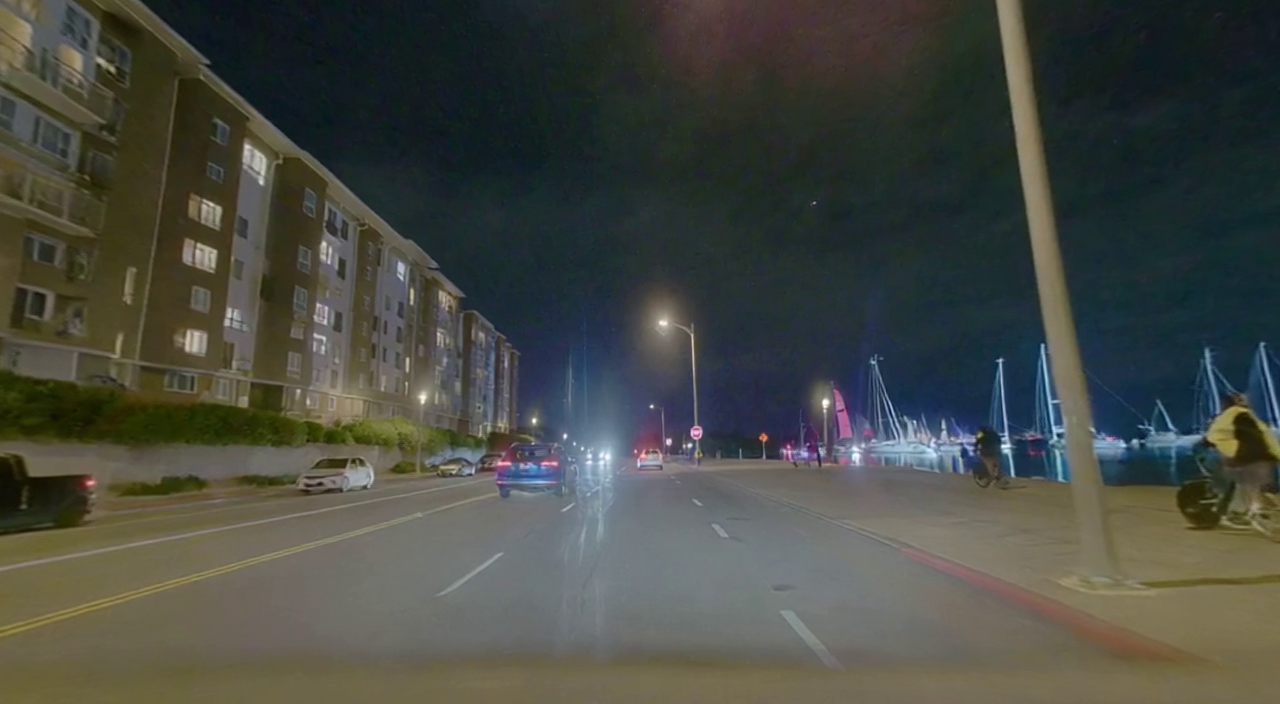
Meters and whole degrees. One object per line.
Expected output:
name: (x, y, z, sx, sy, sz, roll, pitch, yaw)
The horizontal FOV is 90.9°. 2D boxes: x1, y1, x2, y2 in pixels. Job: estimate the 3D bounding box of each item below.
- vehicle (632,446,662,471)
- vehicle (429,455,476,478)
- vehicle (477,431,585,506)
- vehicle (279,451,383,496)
vehicle: (0.527, 7.482, 44.558, 2.057, 1.624, 3.726, -1, -9, 2)
vehicle: (-13.274, 8.127, 44.999, 1.871, 1.463, 4.555, -1, -9, 1)
vehicle: (-2.912, 3.238, 17.998, 2.082, 1.817, 4.724, -1, -9, 2)
vehicle: (-13.288, 5.221, 27.489, 2.128, 1.716, 4.479, -1, -9, 2)
